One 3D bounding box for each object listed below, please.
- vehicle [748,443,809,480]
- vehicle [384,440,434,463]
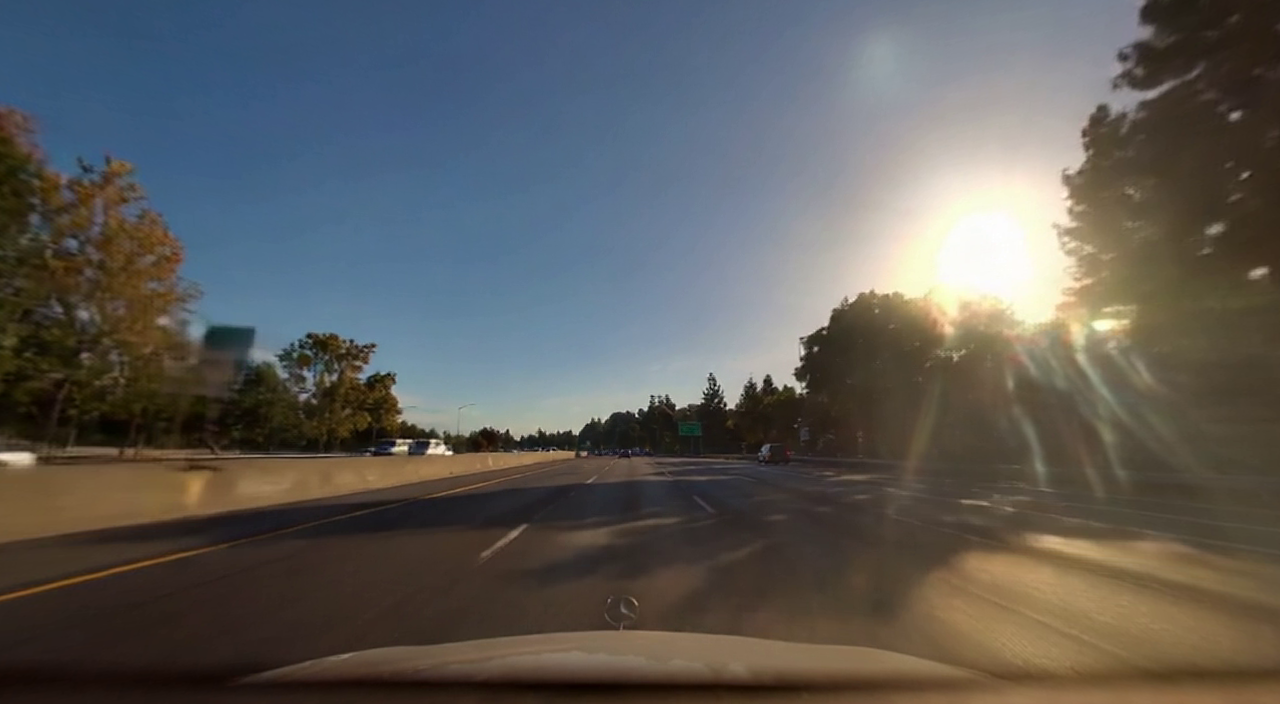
[{"bbox_3d":[6.834,5.433,31.634,2.081,1.705,3.926,1,-9,-1],"label":"vehicle"},{"bbox_3d":[-17.774,7.691,48.902,2.118,1.625,4.530,0,-9,0],"label":"vehicle"}]
